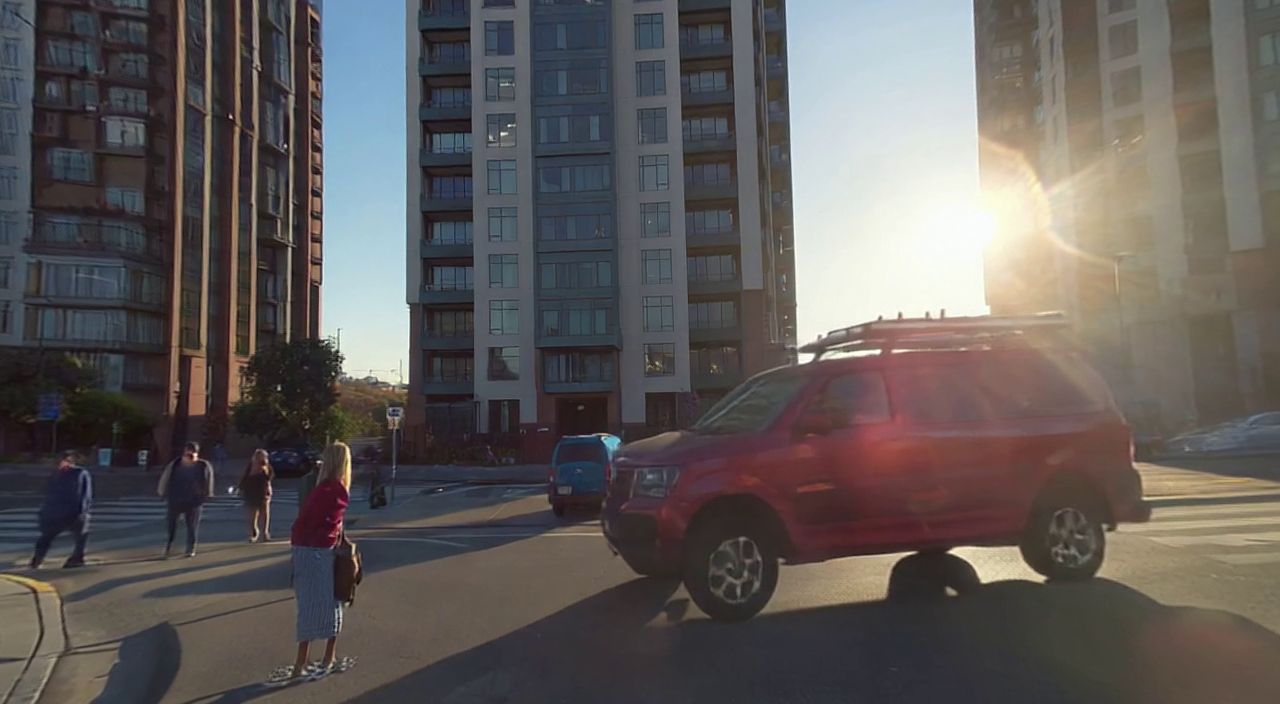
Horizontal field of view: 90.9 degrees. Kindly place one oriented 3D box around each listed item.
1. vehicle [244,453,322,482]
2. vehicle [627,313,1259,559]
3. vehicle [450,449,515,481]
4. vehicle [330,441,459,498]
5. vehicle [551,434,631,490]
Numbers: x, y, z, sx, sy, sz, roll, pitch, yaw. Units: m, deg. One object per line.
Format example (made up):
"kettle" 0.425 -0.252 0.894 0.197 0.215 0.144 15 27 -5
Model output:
"vehicle" -19.463 6.303 34.486 3.467 1.456 1.649 4 -9 -24
"vehicle" 3.362 1.120 8.441 6.932 2.753 2.446 -1 -8 2
"vehicle" -7.865 5.677 31.949 2.164 1.494 4.235 0 -8 0
"vehicle" -8.221 3.967 21.723 2.395 1.719 4.549 -1 -8 3
"vehicle" -1.591 3.812 22.165 2.144 1.733 4.115 -1 -8 5
